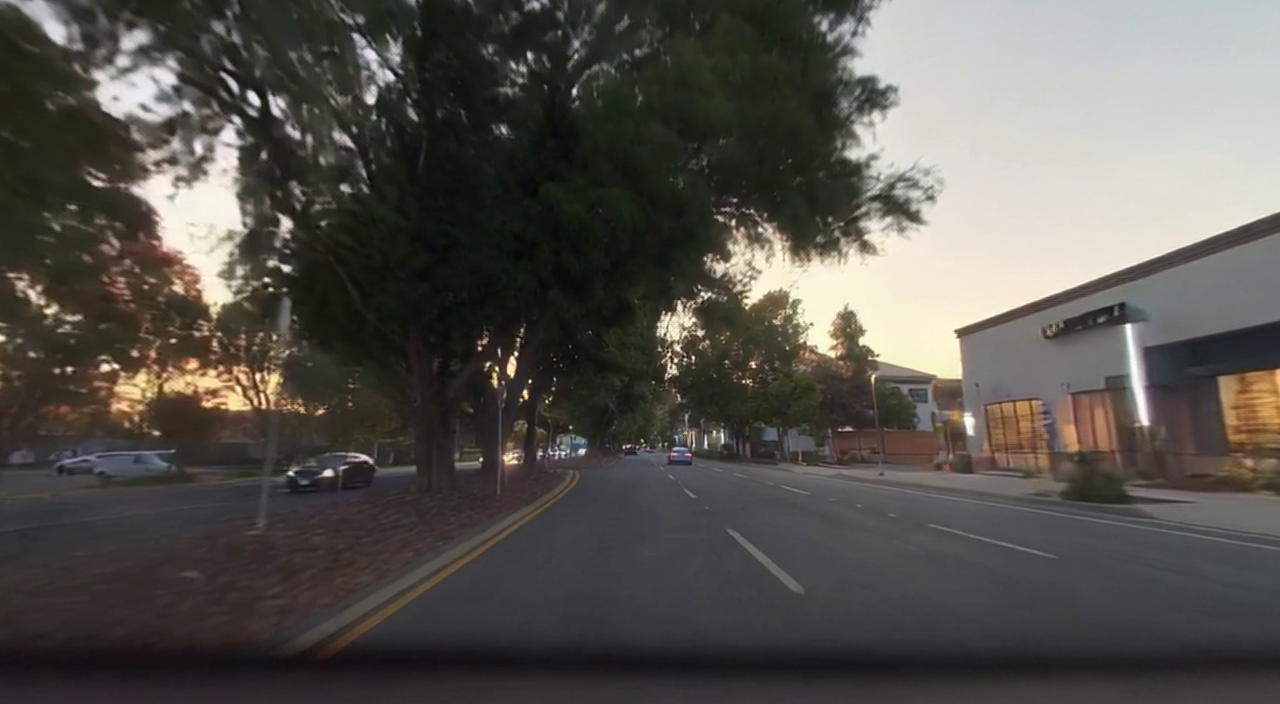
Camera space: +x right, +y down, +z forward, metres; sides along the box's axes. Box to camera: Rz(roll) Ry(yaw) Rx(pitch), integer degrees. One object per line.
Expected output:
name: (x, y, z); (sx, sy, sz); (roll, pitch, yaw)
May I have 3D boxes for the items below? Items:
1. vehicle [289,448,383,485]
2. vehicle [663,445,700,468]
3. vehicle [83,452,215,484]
vehicle: (-13.478, 5.084, 28.253); (1.902, 1.481, 4.518); (0, -9, 0)
vehicle: (2.753, 7.017, 42.533); (2.015, 1.479, 4.444); (0, -9, -2)
vehicle: (-29.691, 7.030, 38.213); (6.013, 1.767, 2.250); (0, -8, -3)
